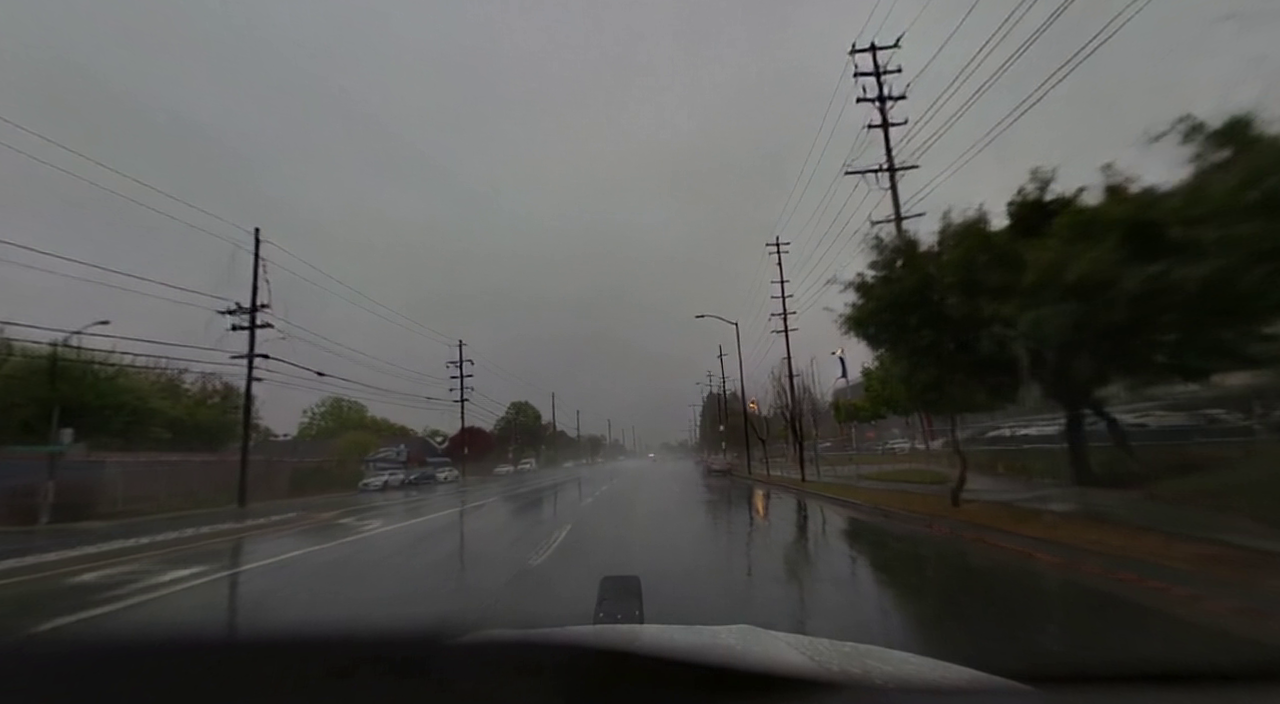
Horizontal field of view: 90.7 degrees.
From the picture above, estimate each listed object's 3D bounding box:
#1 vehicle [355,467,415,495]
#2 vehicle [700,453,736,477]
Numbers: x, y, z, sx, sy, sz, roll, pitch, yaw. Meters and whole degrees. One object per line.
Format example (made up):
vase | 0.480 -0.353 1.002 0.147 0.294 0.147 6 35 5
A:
vehicle | -16.664 8.426 41.607 1.892 1.515 4.622 -6 -11 1
vehicle | 5.263 7.689 43.222 2.002 1.459 4.357 0 -9 1
